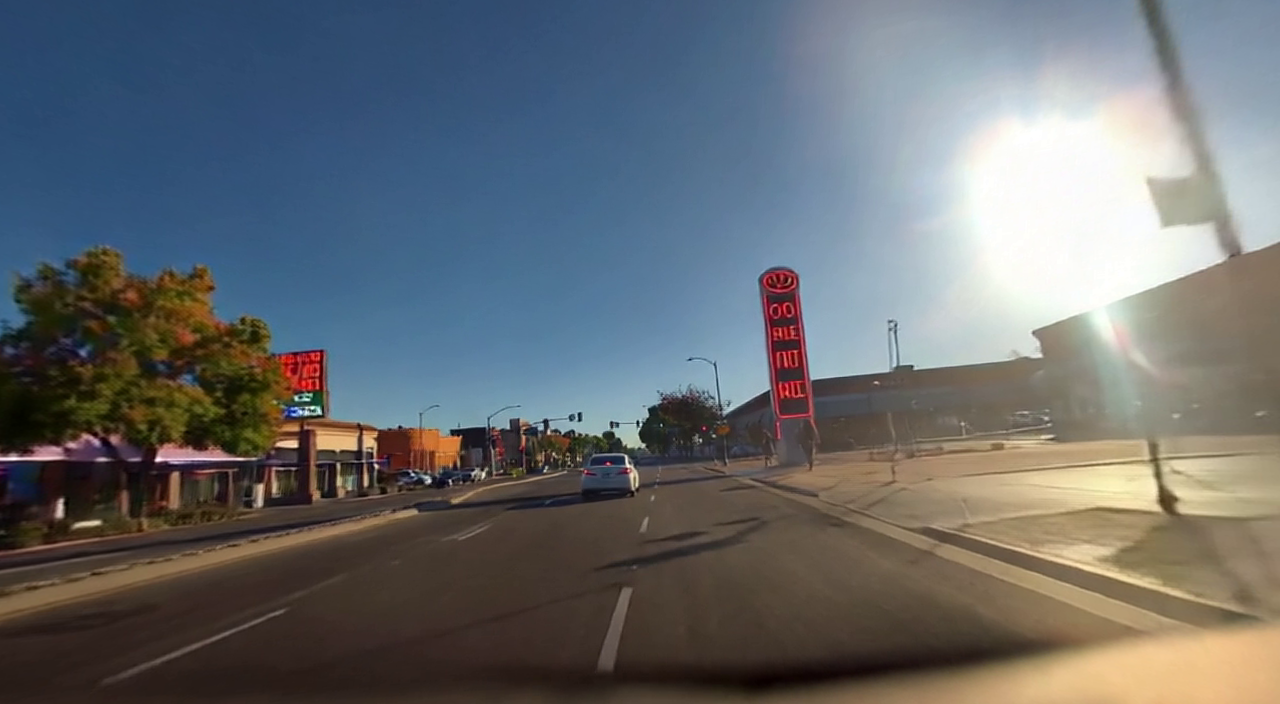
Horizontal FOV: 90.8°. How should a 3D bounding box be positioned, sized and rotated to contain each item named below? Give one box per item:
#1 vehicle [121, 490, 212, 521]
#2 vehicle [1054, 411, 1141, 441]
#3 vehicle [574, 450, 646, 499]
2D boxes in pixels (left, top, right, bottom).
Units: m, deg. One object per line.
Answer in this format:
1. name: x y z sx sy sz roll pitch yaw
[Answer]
1. vehicle: -30.177 9.788 40.445 1.817 1.485 4.436 -2 -9 13
2. vehicle: 27.582 4.551 38.342 1.965 1.693 4.635 -1 -9 3
3. vehicle: -0.883 4.026 21.157 1.977 1.451 4.032 -1 -9 3
